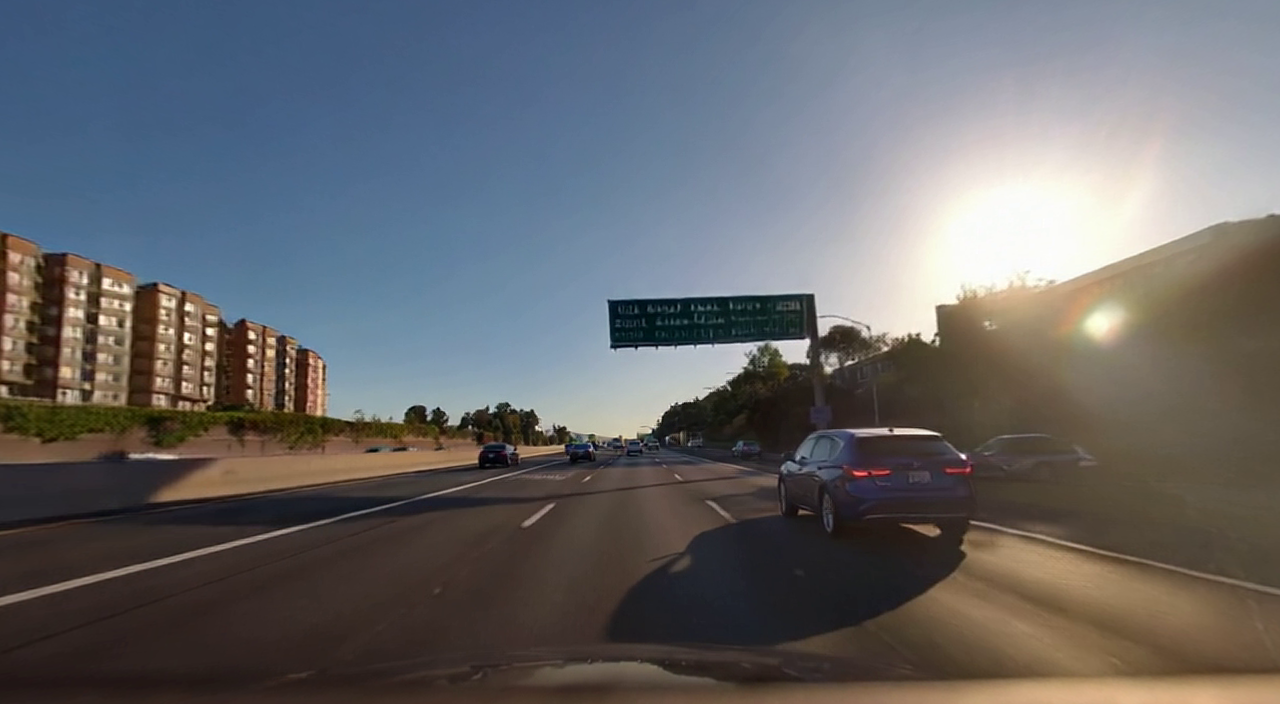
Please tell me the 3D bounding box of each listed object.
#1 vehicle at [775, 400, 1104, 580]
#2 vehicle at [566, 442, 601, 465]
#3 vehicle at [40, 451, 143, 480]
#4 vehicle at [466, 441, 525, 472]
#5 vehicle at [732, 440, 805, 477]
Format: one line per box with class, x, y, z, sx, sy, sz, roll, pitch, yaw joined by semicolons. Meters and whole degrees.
vehicle;3.332;1.632;8.236;2.080;1.694;4.286;0;-9;-1
vehicle;-3.818;6.925;43.181;2.002;1.466;4.378;0;-9;0
vehicle;-30.582;6.318;35.417;1.787;1.427;4.405;0;-9;0
vehicle;-7.560;5.491;33.482;2.021;1.496;4.495;0;-9;1
vehicle;5.412;4.543;27.252;2.061;1.459;4.273;0;-9;-3
